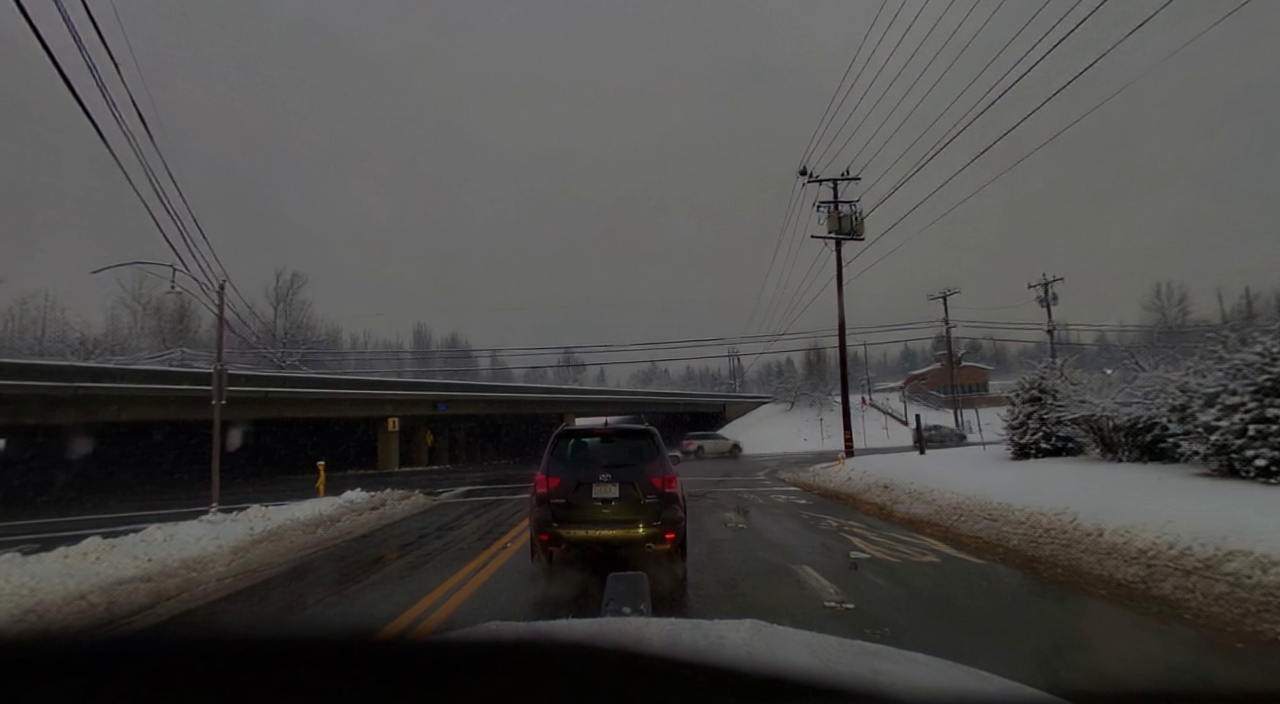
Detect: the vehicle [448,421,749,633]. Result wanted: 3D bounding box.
[{"bbox_3d":[-0.252,1.526,6.467,2.090,1.458,4.033,-1,-9,1],"label":"vehicle"}]
